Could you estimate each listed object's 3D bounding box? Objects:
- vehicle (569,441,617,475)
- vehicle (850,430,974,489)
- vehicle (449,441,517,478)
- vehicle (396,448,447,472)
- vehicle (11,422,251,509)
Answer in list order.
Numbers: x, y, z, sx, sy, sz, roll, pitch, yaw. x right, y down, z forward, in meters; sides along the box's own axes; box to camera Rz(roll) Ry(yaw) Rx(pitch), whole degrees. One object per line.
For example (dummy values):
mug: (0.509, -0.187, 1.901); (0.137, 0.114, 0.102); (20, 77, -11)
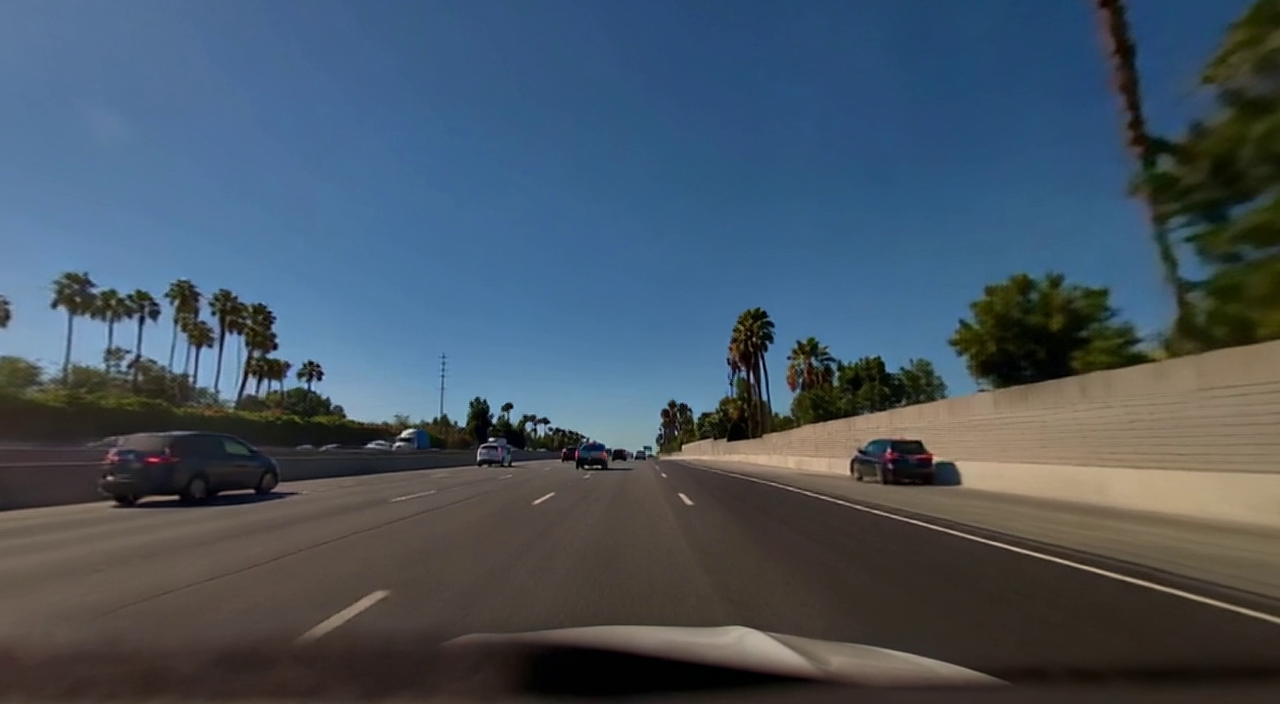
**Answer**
vehicle: (-2.418, 5.577, 33.496); (2.201, 1.672, 4.128); (0, -9, 0)
vehicle: (10.296, 4.144, 24.634); (2.302, 2.014, 5.925); (0, -9, 1)
vehicle: (-7.716, 5.319, 31.534); (2.204, 1.677, 4.438); (0, -9, 1)
vehicle: (-15.444, 7.629, 44.897); (1.916, 1.610, 4.445); (0, -9, 2)
vehicle: (-12.612, 2.858, 16.249); (1.986, 1.875, 4.902); (0, -9, 1)
